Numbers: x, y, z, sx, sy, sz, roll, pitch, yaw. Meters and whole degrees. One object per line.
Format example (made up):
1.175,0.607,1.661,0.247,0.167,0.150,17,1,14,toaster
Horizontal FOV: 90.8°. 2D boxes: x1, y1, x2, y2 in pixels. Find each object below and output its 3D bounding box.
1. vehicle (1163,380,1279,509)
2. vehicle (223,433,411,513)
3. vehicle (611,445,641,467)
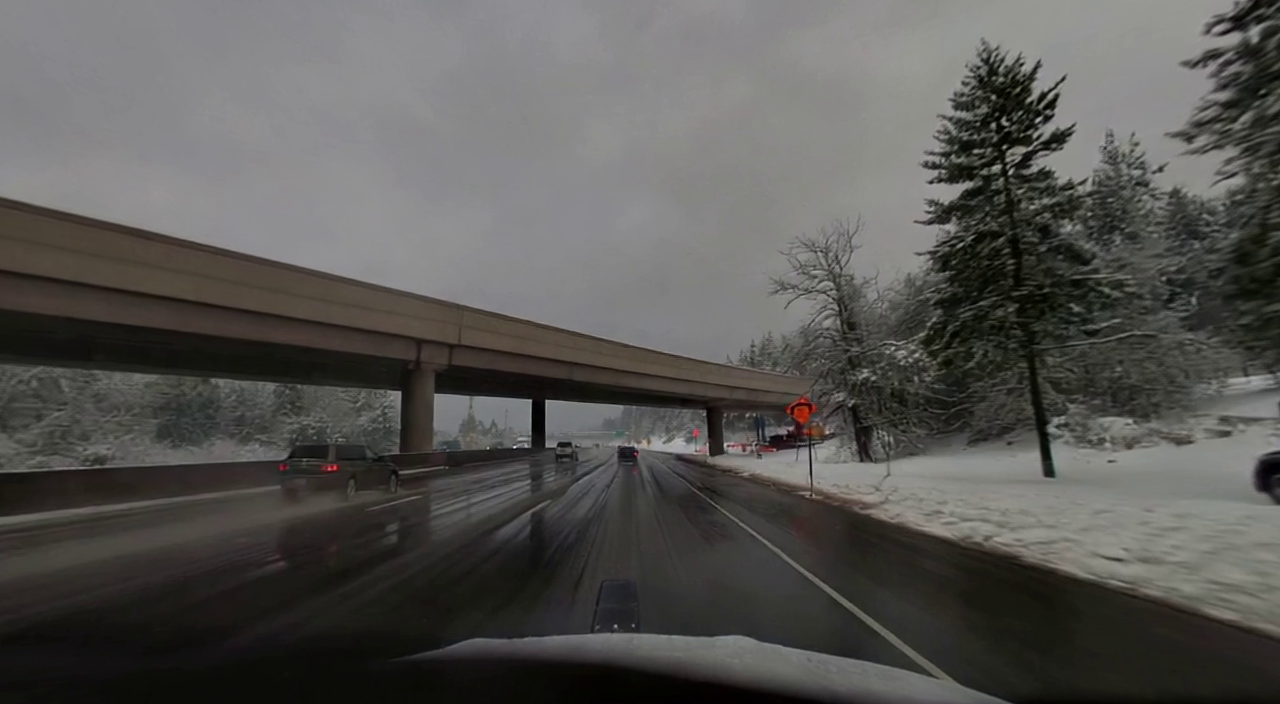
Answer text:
13.755,2.028,13.768,1.868,2.536,3.267,-1,-9,5,vehicle
-7.294,2.764,14.909,2.128,1.604,4.279,0,-9,0,vehicle
-0.943,7.362,44.979,2.051,1.459,4.092,0,-9,0,vehicle
